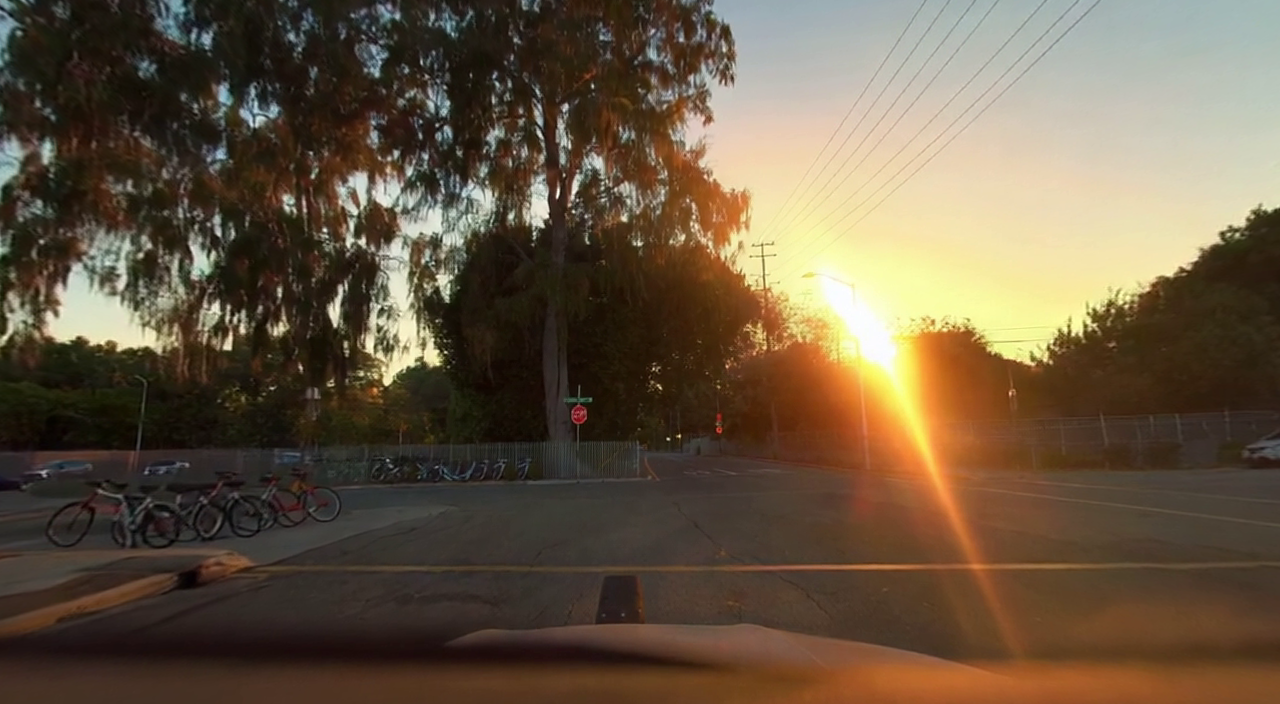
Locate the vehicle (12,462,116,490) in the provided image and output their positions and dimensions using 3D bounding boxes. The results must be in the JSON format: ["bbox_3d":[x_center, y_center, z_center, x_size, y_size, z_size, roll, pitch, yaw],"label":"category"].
[{"bbox_3d":[-34.103,7.343,37.468,4.210,1.528,1.932,0,-9,0],"label":"vehicle"}]

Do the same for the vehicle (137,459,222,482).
[{"bbox_3d":[-33.654,8.641,46.271,4.569,1.558,1.903,1,-9,-5],"label":"vehicle"}]
